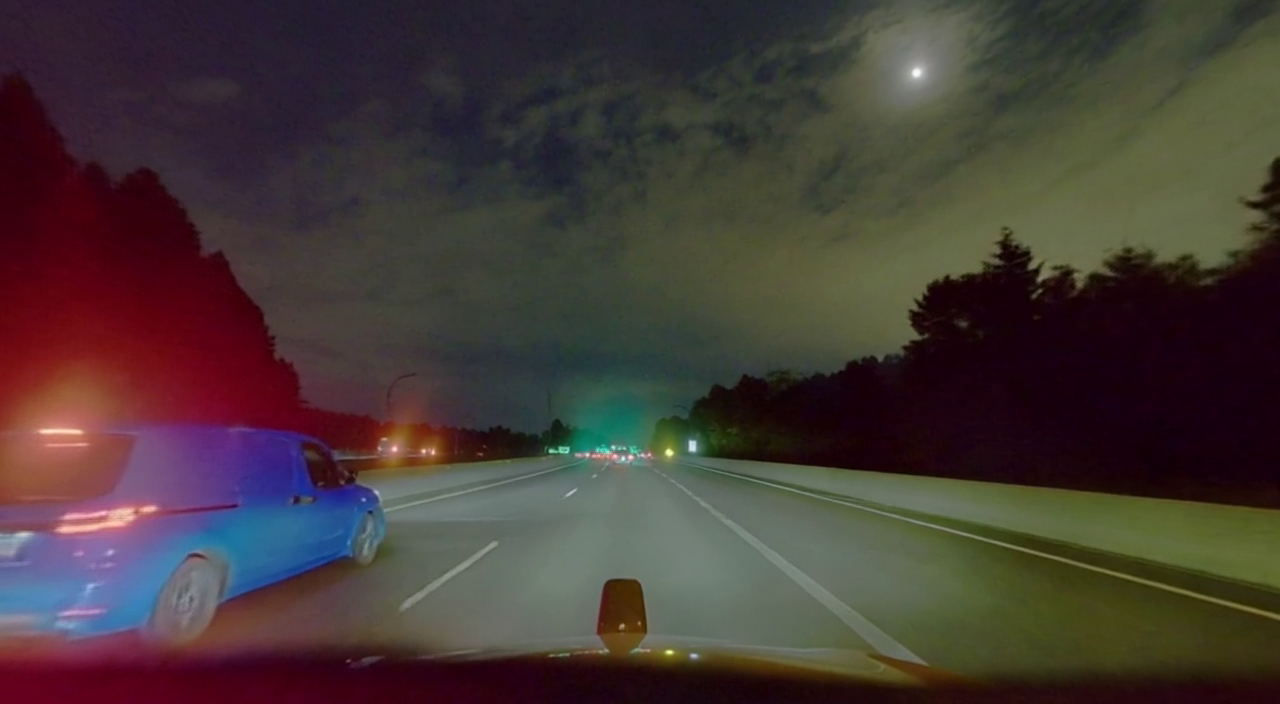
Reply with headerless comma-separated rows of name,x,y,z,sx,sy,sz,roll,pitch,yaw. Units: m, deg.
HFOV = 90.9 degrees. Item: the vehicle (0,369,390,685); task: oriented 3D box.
vehicle,-4.181,1.325,5.839,1.971,1.795,4.389,0,-9,-1
